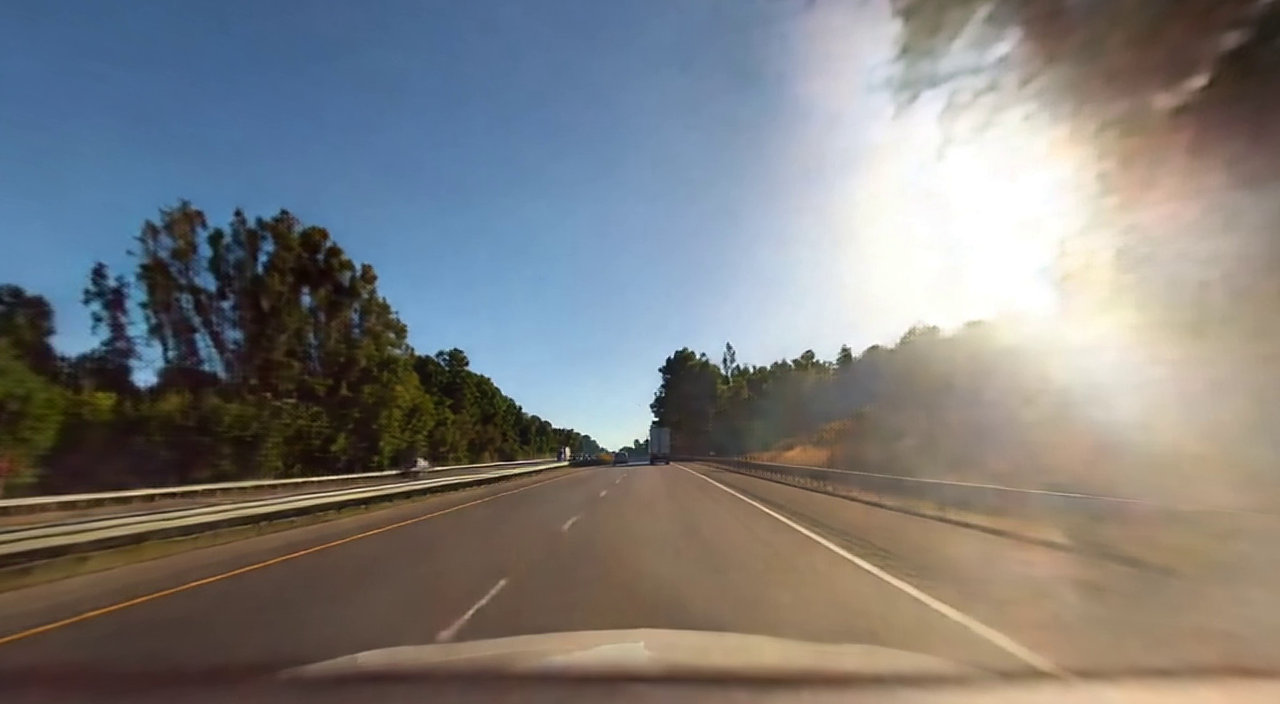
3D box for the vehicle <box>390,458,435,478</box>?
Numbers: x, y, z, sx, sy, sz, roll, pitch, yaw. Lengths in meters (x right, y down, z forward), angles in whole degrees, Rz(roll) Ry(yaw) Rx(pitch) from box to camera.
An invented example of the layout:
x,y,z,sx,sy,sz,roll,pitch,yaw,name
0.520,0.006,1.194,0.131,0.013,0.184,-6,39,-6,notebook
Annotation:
x,y,z,sx,sy,sz,roll,pitch,yaw,name
-17.530,8.949,48.804,1.876,1.437,3.888,-1,-9,3,vehicle
